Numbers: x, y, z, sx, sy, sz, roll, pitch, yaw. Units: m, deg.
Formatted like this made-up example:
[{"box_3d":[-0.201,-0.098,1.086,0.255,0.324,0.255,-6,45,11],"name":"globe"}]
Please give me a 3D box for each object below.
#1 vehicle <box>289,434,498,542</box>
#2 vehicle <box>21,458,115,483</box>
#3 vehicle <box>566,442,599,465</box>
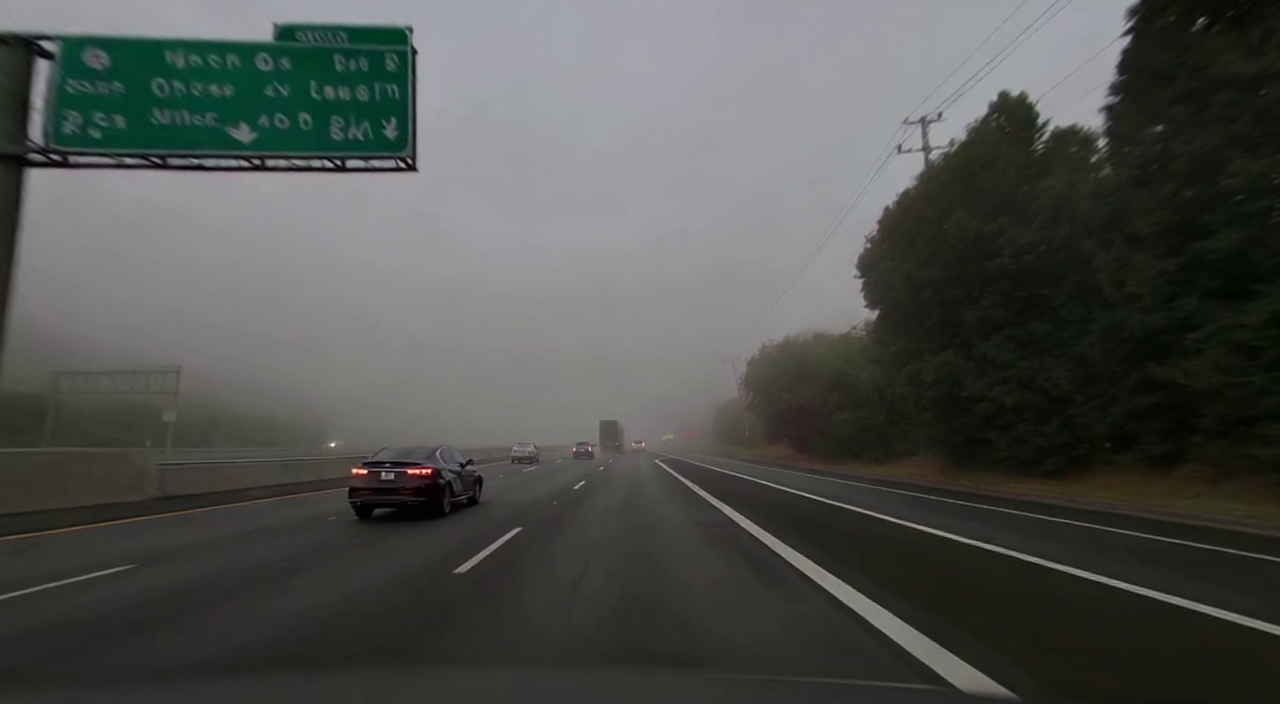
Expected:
[{"box_3d":[-4.051,2.295,11.368,1.963,1.533,4.477,0,-9,0],"name":"vehicle"},{"box_3d":[-38.674,8.002,42.911,1.941,1.510,4.790,0,-9,-1],"name":"vehicle"},{"box_3d":[-4.060,7.245,45.111,2.038,1.533,4.103,0,-9,-1],"name":"vehicle"}]
